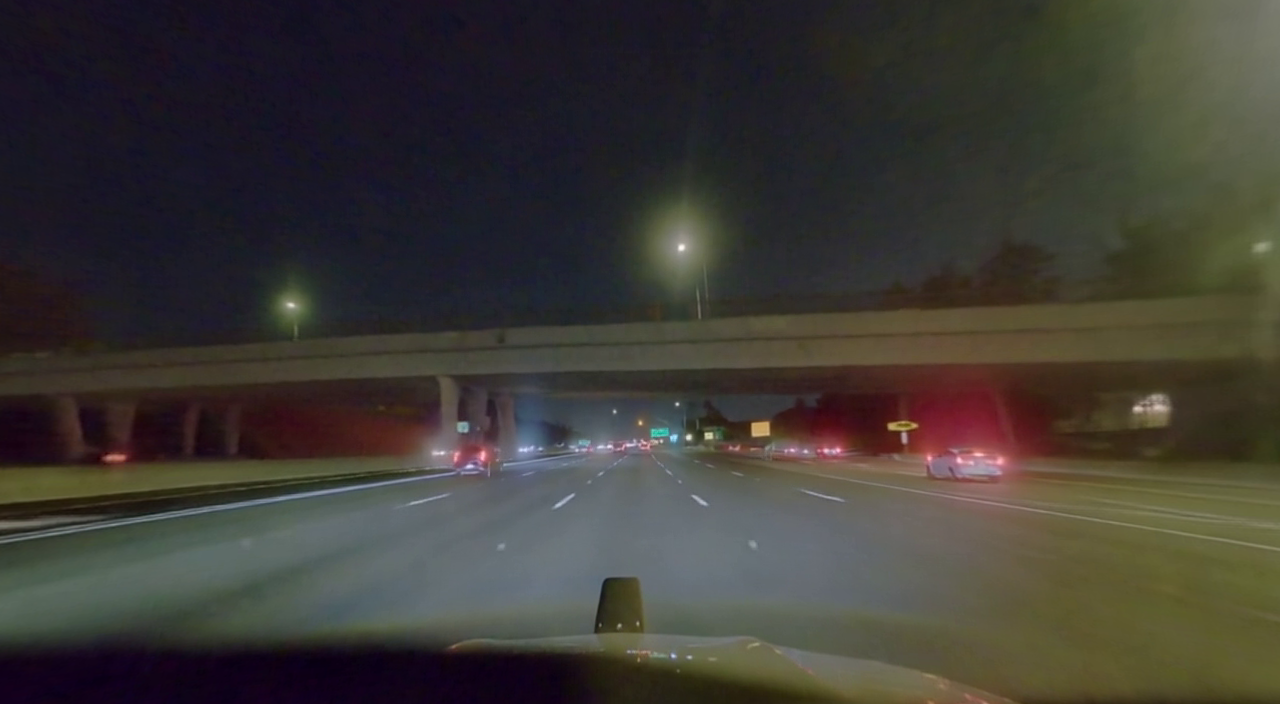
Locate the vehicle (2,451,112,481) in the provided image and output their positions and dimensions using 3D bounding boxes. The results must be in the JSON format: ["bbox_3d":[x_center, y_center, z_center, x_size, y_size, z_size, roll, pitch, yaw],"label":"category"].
[{"bbox_3d":[-32.117,6.272,34.867,1.805,1.490,4.440,0,-9,0],"label":"vehicle"}]

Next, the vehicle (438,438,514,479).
[{"bbox_3d":[-6.705,4.400,26.258,1.985,1.513,4.172,0,-9,0],"label":"vehicle"}]

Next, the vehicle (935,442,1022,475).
[{"bbox_3d":[17.508,5.491,32.849,1.884,1.567,4.692,0,-8,-1],"label":"vehicle"}]
